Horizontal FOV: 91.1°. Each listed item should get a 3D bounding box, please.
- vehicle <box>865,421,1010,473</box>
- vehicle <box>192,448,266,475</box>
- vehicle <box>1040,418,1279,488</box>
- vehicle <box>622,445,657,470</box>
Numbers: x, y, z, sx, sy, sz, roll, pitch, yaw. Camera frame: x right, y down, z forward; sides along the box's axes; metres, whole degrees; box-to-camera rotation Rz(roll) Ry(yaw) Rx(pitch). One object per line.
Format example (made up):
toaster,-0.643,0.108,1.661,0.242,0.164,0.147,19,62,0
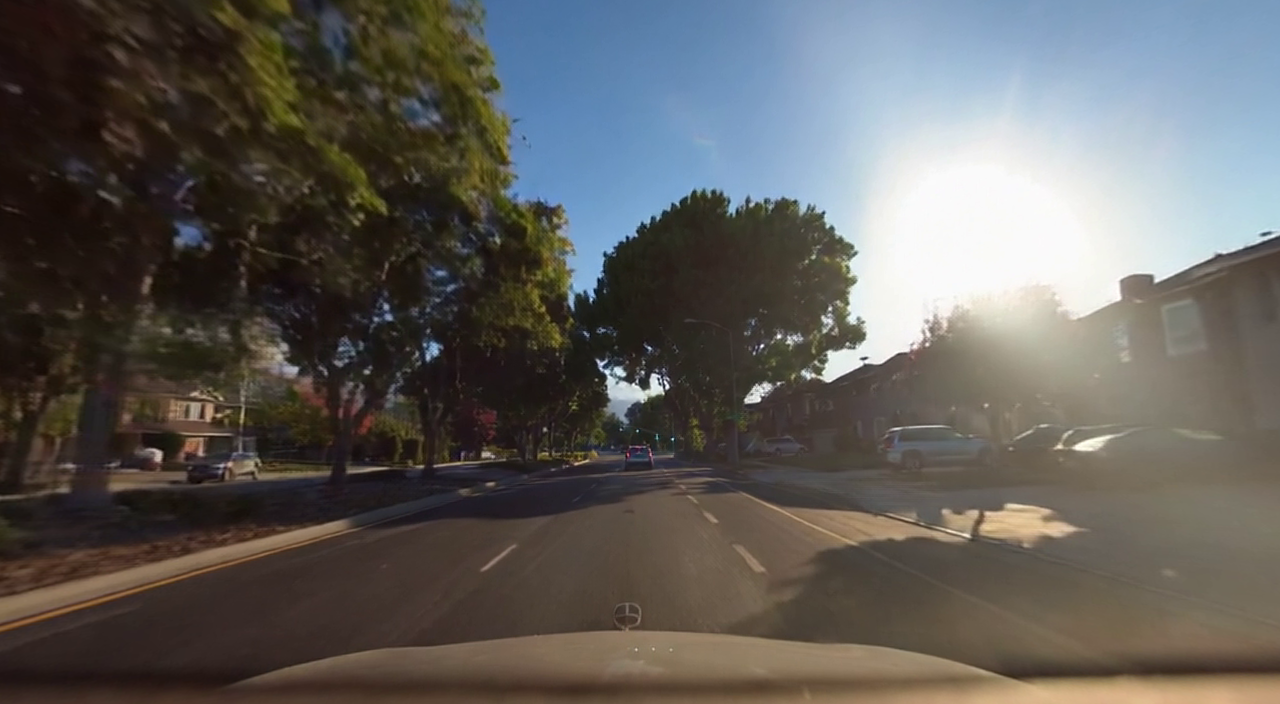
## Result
vehicle,12.232,3.955,26.106,4.923,2.019,1.985,0,-9,2
vehicle,-24.067,6.402,36.900,1.892,1.455,3.564,0,-8,1
vehicle,12.374,2.337,14.587,4.787,1.494,1.887,0,-9,1
vehicle,-0.031,6.507,38.902,2.054,1.456,4.003,0,-9,0
